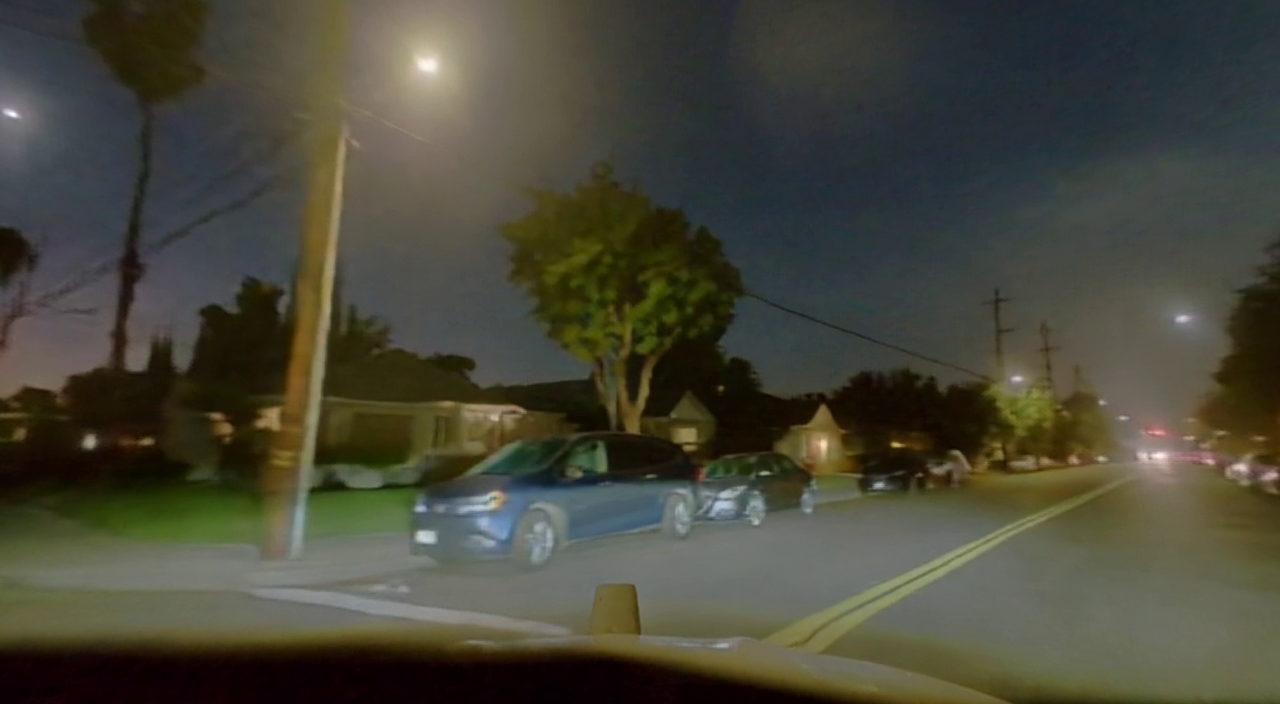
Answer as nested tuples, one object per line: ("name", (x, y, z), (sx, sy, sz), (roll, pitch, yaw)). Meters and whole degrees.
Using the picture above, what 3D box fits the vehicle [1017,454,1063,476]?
("vehicle", (29.546, 8.280, 46.625), (1.960, 1.460, 4.425), (-6, -11, 43))

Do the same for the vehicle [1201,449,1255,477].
("vehicle", (38.432, 7.220, 41.373), (2.310, 1.527, 4.705), (-6, -9, 40))

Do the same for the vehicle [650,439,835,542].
("vehicle", (2.434, 2.887, 14.077), (2.150, 1.756, 4.436), (-6, -8, 38))

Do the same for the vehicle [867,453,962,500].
("vehicle", (10.250, 4.520, 23.405), (1.897, 1.523, 4.626), (-8, -11, 39))

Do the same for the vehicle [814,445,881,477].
("vehicle", (12.979, 6.716, 39.315), (2.232, 1.836, 5.443), (-7, -11, 36))

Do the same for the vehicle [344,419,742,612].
("vehicle", (-0.964, 2.068, 9.671), (2.385, 1.967, 5.971), (-7, -9, 36))
